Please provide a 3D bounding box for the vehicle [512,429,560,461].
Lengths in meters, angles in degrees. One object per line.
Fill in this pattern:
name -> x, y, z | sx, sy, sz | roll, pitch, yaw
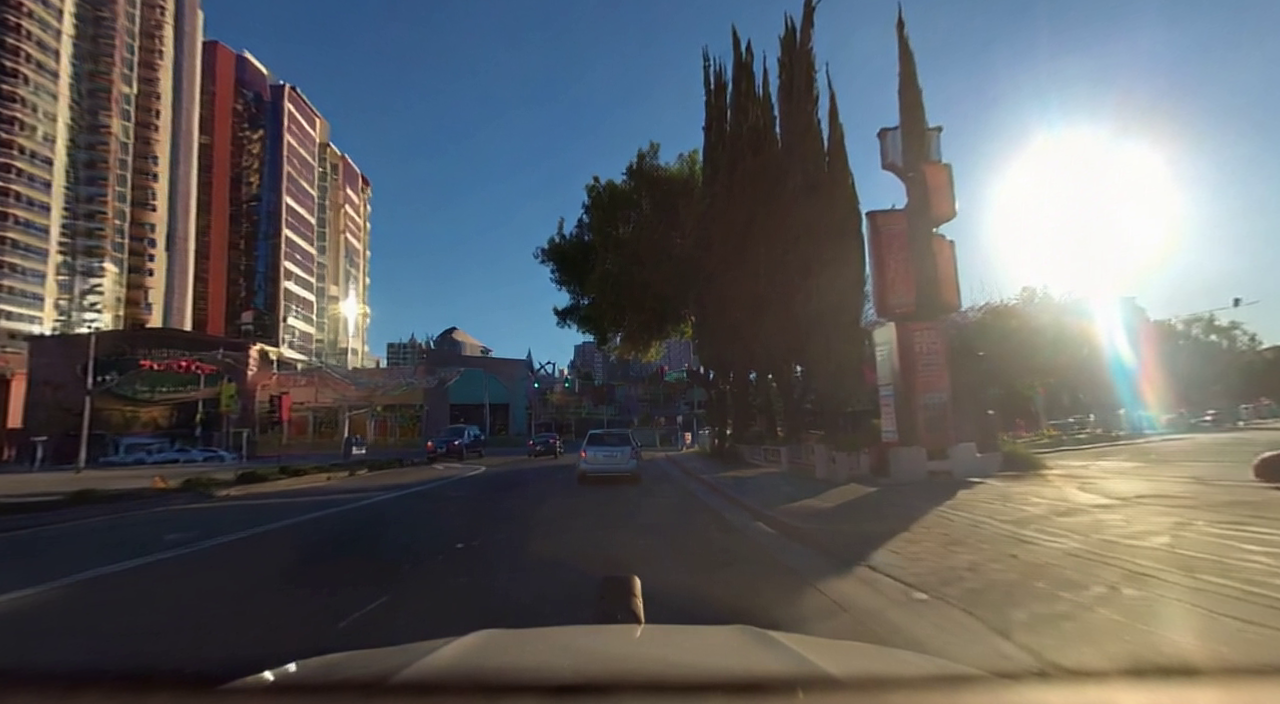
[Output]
vehicle -> -5.029, 4.549, 30.879 | 2.023, 1.485, 3.721 | 1, -8, -5

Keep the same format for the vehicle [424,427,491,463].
vehicle -> -9.172, 4.718, 32.068 | 1.994, 1.717, 4.380 | 0, -8, 2

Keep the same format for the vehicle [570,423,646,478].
vehicle -> -0.939, 3.205, 20.701 | 2.231, 1.572, 4.227 | 0, -8, 0
